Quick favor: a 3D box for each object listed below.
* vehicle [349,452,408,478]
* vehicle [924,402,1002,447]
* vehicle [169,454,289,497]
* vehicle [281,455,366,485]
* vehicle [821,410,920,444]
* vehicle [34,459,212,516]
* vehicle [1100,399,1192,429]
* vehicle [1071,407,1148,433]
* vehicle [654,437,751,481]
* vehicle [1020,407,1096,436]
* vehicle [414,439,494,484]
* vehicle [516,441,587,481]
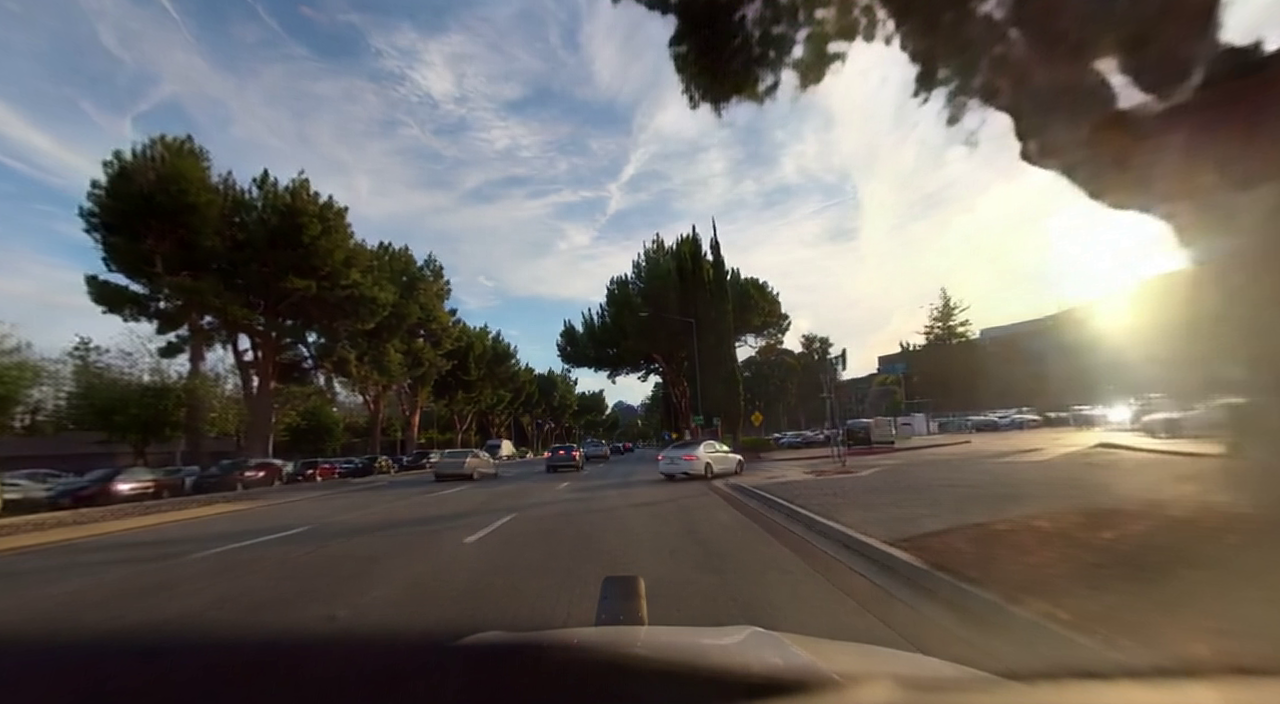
[{"bbox_3d":[-16.632,7.201,40.413,1.849,1.472,4.441,0,-8,0],"label":"vehicle"},{"bbox_3d":[17.130,3.923,33.303,2.569,2.081,6.193,-6,-10,35],"label":"vehicle"},{"bbox_3d":[-17.378,5.214,27.052,2.084,1.624,4.486,0,-8,0],"label":"vehicle"},{"bbox_3d":[-16.844,6.278,33.933,1.981,1.431,4.862,0,-8,1],"label":"vehicle"},{"bbox_3d":[14.025,4.631,38.703,5.161,1.993,2.293,0,-9,2],"label":"vehicle"},{"bbox_3d":[-16.769,4.371,20.897,1.923,1.543,4.687,0,-8,0],"label":"vehicle"},{"bbox_3d":[32.675,4.089,41.000,2.137,1.697,4.811,-1,-8,3],"label":"vehicle"},{"bbox_3d":[30.162,4.402,40.760,1.985,1.485,4.071,-1,-8,3],"label":"vehicle"},{"bbox_3d":[2.522,4.090,24.415,2.208,1.513,4.504,-4,-9,26],"label":"vehicle"},{"bbox_3d":[27.232,4.606,41.392,1.992,1.498,4.667,-5,-9,4],"label":"vehicle"},{"bbox_3d":[-7.890,4.676,27.224,2.054,1.744,4.422,0,-8,1],"label":"vehicle"},{"bbox_3d":[-3.550,4.483,26.283,2.235,1.500,4.420,0,-8,1],"label":"vehicle"}]
